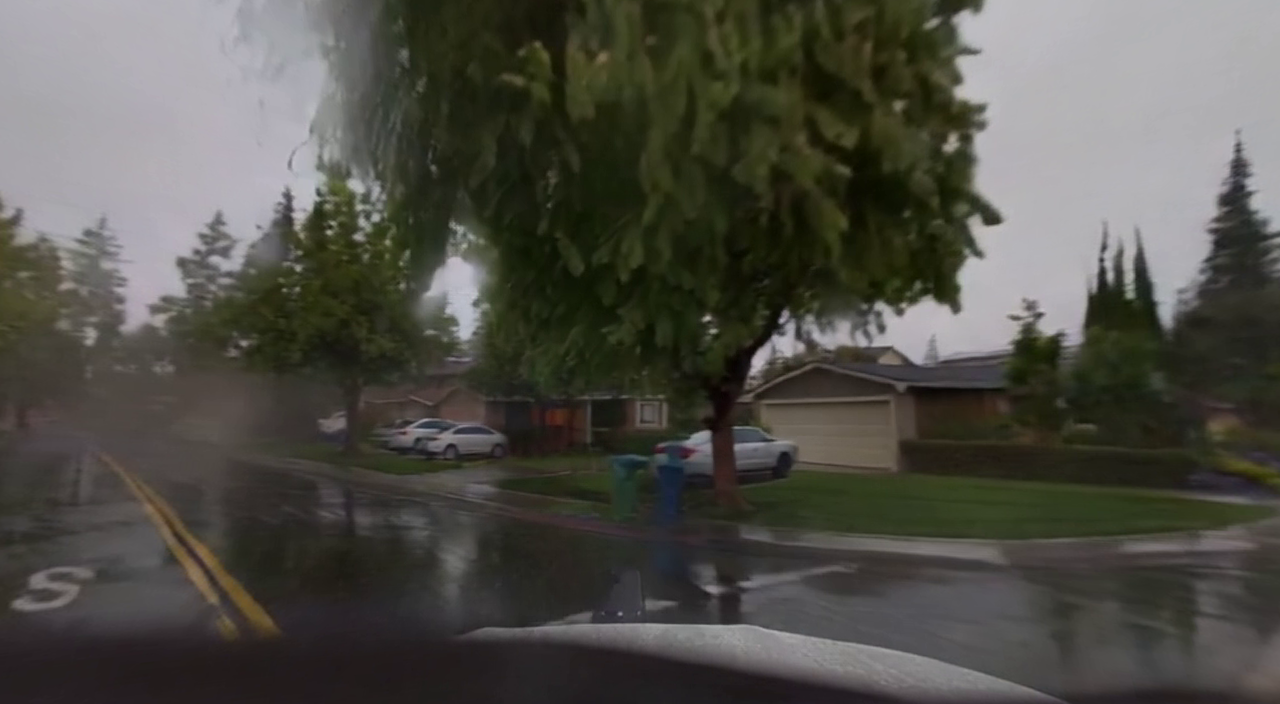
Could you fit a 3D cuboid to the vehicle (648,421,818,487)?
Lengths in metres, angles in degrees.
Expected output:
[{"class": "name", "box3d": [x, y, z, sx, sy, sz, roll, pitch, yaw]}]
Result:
[{"class": "vehicle", "box3d": [2.556, 2.679, 16.798, 4.569, 1.499, 1.917, 7, -11, -40]}]

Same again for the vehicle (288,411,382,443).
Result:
[{"class": "vehicle", "box3d": [-19.262, 4.750, 39.985, 4.861, 1.911, 2.181, 6, -10, -41]}]

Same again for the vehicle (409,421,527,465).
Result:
[{"class": "vehicle", "box3d": [-7.070, 3.793, 26.208, 4.230, 1.666, 1.978, 7, -11, -39]}]

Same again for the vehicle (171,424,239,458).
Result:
[{"class": "vehicle", "box3d": [-21.546, 4.403, 31.202, 2.009, 1.506, 4.698, 8, -11, -42]}]
